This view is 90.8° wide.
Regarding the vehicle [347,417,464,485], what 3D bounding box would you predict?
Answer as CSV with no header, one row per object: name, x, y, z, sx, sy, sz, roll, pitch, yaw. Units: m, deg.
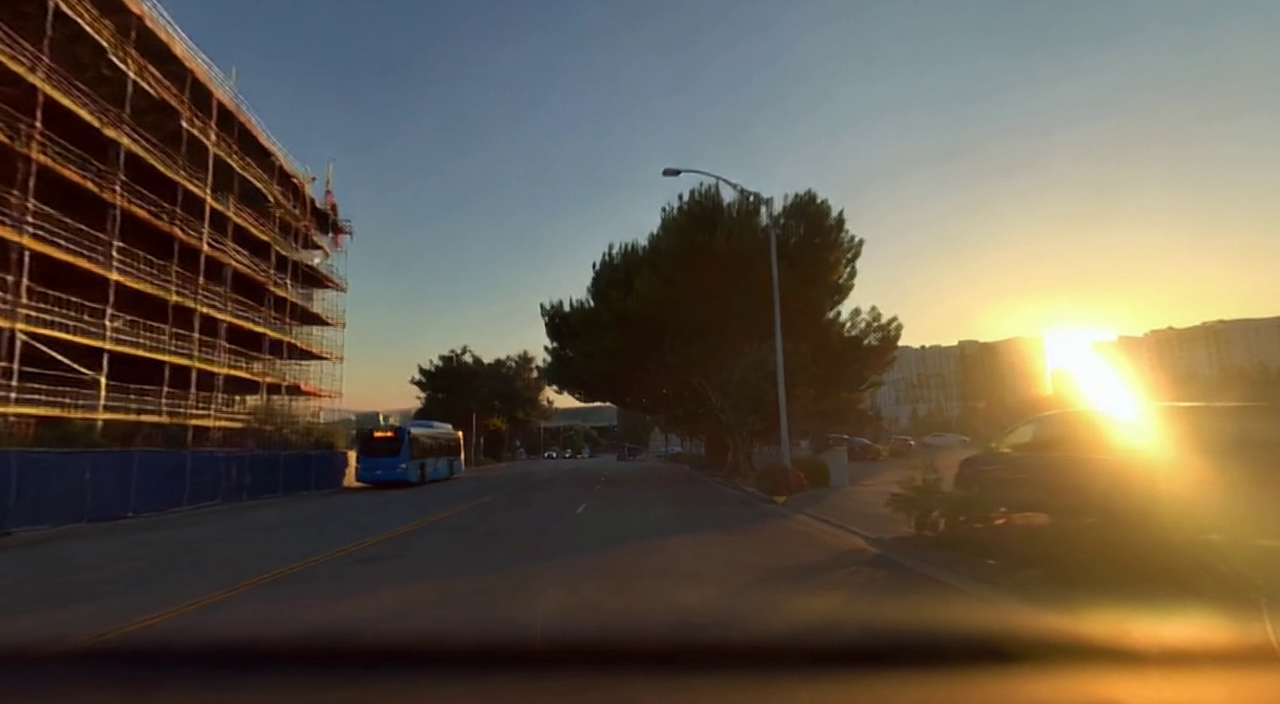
vehicle,-10.538,4.563,29.181,2.979,2.803,5.962,0,-9,1

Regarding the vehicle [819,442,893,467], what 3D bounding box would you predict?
vehicle,13.393,6.396,39.253,3.897,1.470,1.829,1,-10,-2

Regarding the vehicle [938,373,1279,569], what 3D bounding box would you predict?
vehicle,6.986,1.662,9.184,2.267,1.911,5.816,1,-10,-2
